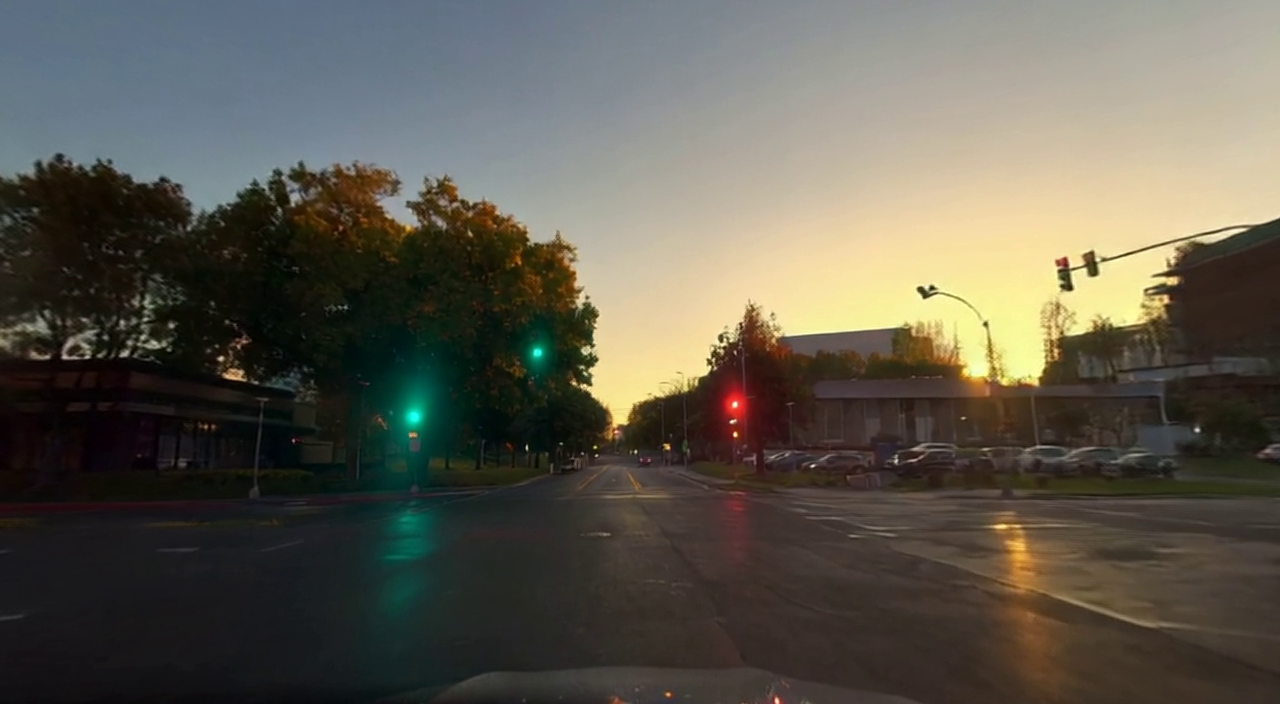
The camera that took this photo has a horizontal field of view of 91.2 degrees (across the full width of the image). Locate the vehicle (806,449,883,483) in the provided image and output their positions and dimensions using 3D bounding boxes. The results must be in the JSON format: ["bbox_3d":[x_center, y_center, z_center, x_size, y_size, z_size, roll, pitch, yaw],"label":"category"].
[{"bbox_3d":[10.083,5.555,30.745,1.955,1.508,4.295,-8,-12,41],"label":"vehicle"}]

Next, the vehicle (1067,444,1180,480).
[{"bbox_3d":[20.023,4.552,26.151,1.851,1.388,3.475,0,-9,0],"label":"vehicle"}]

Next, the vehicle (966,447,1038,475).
[{"bbox_3d":[20.609,6.186,35.867,1.923,1.463,3.758,0,-8,2],"label":"vehicle"}]

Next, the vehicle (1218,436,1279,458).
[{"bbox_3d":[42.301,6.603,43.331,1.472,1.397,3.253,-1,-9,1],"label":"vehicle"}]

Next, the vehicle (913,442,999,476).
[{"bbox_3d":[15.809,5.293,31.317,4.522,1.546,1.941,6,-11,-37],"label":"vehicle"}]
